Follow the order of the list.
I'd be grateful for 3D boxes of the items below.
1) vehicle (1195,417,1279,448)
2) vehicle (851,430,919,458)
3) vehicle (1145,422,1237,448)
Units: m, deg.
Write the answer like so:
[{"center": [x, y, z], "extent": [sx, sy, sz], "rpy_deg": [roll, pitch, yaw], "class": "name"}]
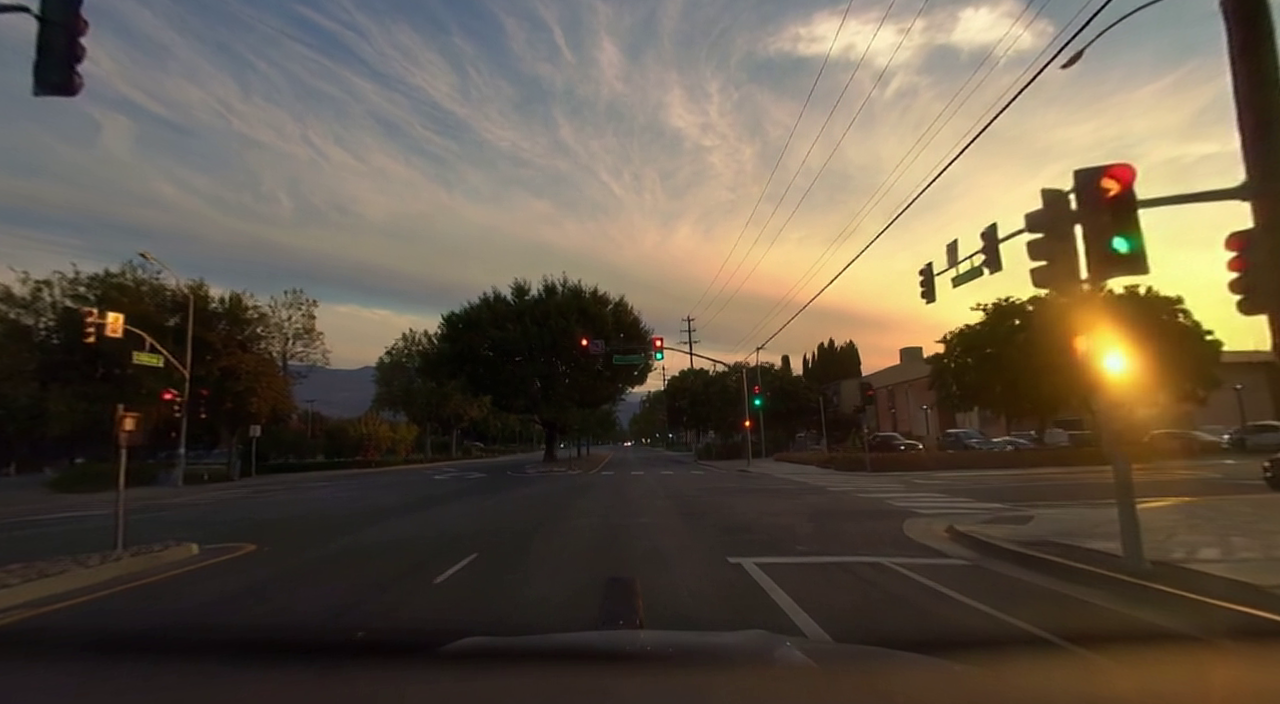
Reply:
[{"center": [37.115, 4.955, 38.693], "extent": [1.916, 1.619, 4.524], "rpy_deg": [-4, -9, -3], "class": "vehicle"}, {"center": [14.977, 5.697, 38.911], "extent": [1.959, 1.471, 4.570], "rpy_deg": [-4, -8, -4], "class": "vehicle"}, {"center": [34.118, 5.189, 39.283], "extent": [1.832, 1.521, 4.266], "rpy_deg": [0, -9, 0], "class": "vehicle"}]
